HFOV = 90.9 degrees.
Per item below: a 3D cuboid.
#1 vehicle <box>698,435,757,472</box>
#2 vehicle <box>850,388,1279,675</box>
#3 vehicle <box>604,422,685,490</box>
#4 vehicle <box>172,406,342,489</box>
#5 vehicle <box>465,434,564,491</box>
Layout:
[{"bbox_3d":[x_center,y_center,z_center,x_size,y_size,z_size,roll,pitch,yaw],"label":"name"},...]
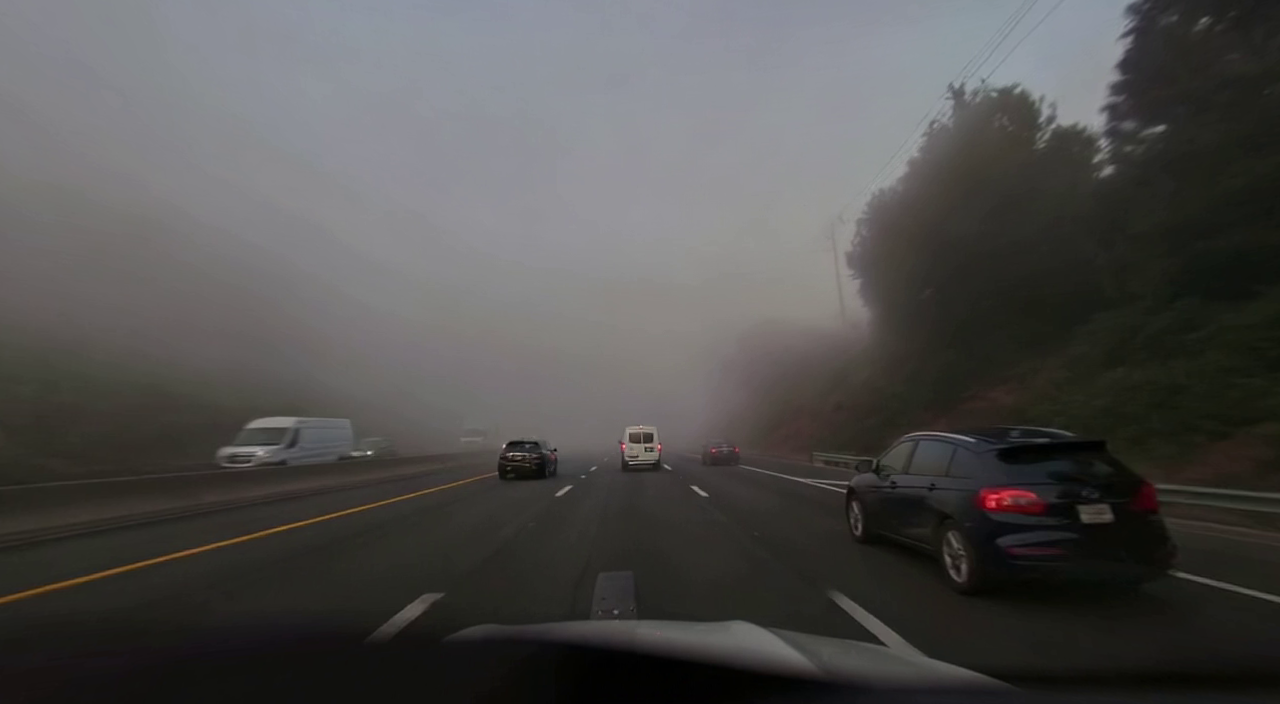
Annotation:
[{"bbox_3d":[3.902,4.587,28.900,1.923,1.562,4.691,0,-8,-2],"label":"vehicle"},{"bbox_3d":[3.483,1.262,5.468,2.038,1.621,3.622,0,-8,0],"label":"vehicle"},{"bbox_3d":[0.078,3.079,19.035,2.159,1.811,4.238,0,-8,-1],"label":"vehicle"},{"bbox_3d":[-15.139,3.829,25.723,2.553,2.909,7.010,0,-8,0],"label":"vehicle"},{"bbox_3d":[-3.687,3.308,19.431,2.093,1.517,4.648,0,-8,0],"label":"vehicle"}]
